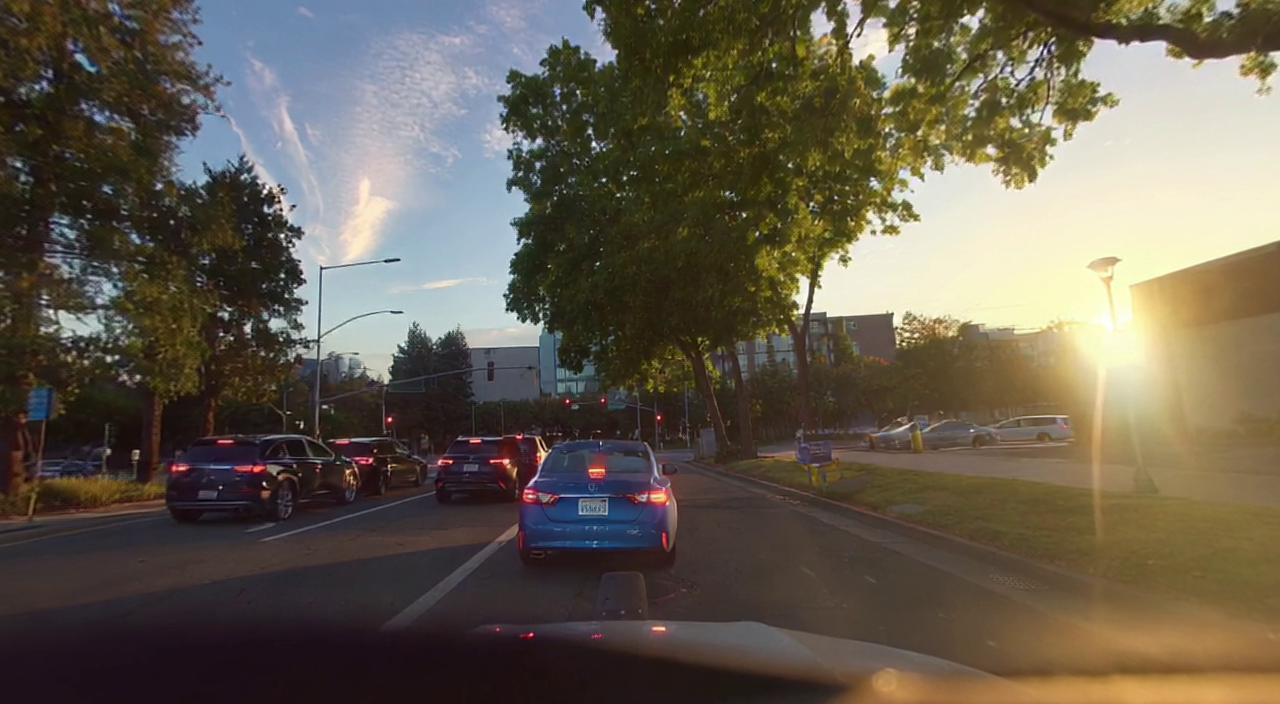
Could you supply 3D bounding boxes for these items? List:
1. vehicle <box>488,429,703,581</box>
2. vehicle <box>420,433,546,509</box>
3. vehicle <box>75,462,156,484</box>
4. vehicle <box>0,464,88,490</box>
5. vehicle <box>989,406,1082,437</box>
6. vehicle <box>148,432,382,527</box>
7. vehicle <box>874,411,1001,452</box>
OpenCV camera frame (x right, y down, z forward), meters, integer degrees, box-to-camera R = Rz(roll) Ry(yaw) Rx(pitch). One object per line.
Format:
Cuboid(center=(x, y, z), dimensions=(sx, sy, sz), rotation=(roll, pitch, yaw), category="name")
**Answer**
Cuboid(center=(-0.420, 1.805, 8.241), dimensions=(2.104, 1.472, 3.946), rotation=(0, -9, 0), category="vehicle")
Cuboid(center=(-3.624, 2.821, 15.382), dimensions=(1.969, 1.570, 4.019), rotation=(0, -9, 1), category="vehicle")
Cuboid(center=(-36.358, 8.410, 43.882), dimensions=(3.918, 1.423, 1.861), rotation=(0, -9, -1), category="vehicle")
Cuboid(center=(-36.633, 7.618, 38.550), dimensions=(4.093, 1.440, 1.804), rotation=(0, -9, 0), category="vehicle")
Cuboid(center=(28.048, 4.982, 45.076), dimensions=(5.333, 1.880, 2.130), rotation=(-7, -9, 29), category="vehicle")
Cuboid(center=(-7.281, 2.503, 12.942), dimensions=(2.096, 1.593, 4.288), rotation=(0, -9, 1), category="vehicle")
Cuboid(center=(13.938, 3.781, 29.829), dimensions=(4.975, 1.809, 1.956), rotation=(0, -9, 2), category="vehicle")
